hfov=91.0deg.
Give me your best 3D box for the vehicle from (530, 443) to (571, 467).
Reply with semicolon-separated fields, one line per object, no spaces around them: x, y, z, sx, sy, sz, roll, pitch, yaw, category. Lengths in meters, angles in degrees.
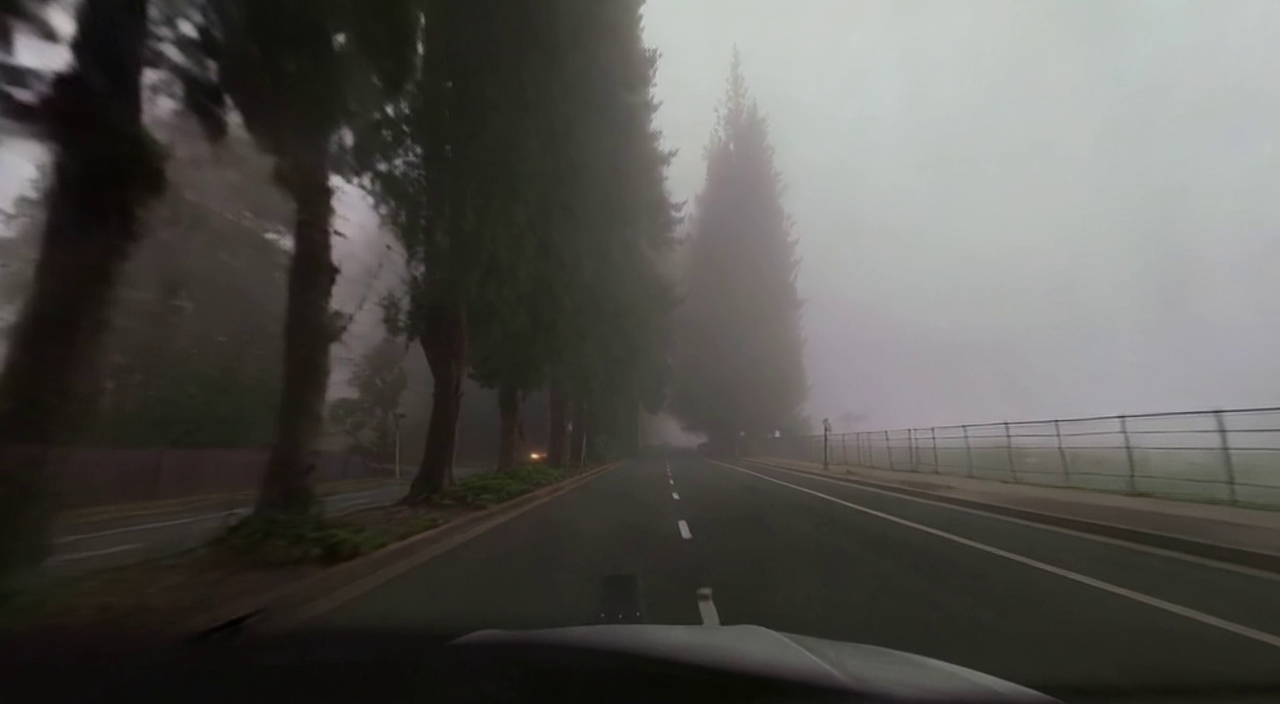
-6.339;7.333;45.081;2.000;1.570;4.808;-1;-9;3;vehicle
